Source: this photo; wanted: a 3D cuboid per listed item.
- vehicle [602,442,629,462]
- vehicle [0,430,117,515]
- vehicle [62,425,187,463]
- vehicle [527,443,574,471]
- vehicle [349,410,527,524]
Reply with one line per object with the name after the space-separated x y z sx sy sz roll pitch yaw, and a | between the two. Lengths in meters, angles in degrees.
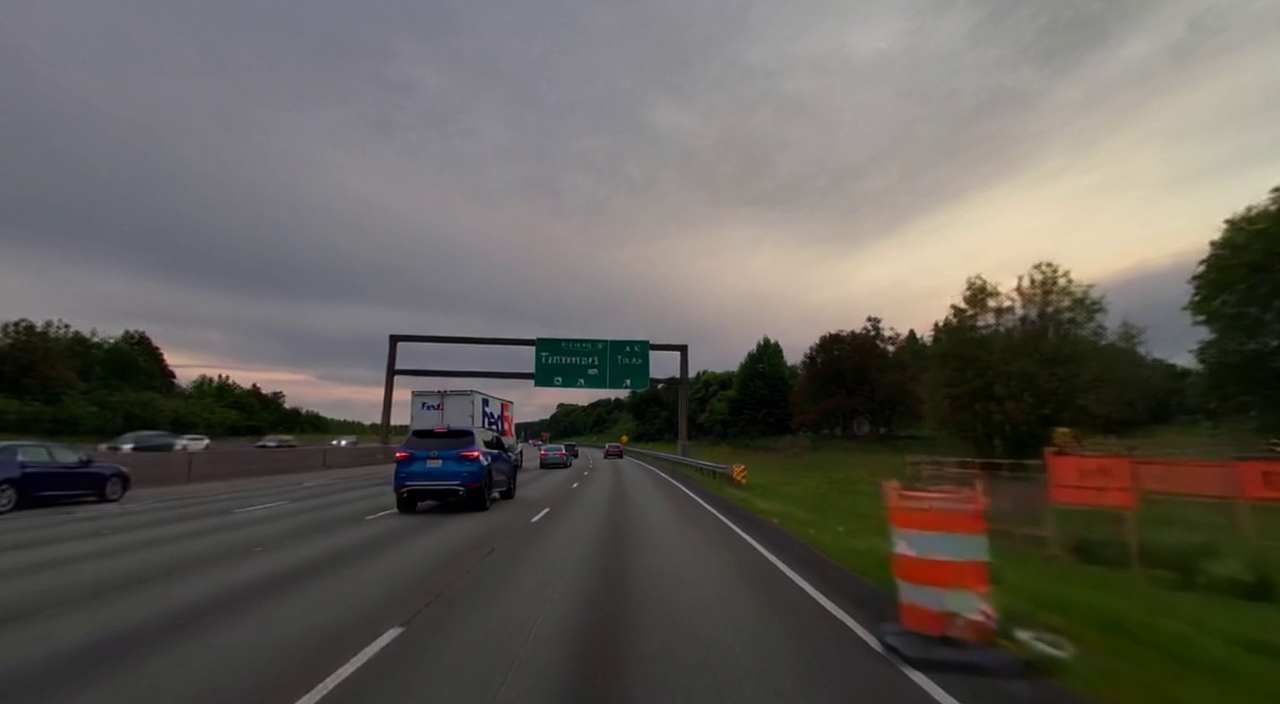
-1.972 7.925 49.941 2.043 1.489 3.839 0 -9 -4 | vehicle
-13.672 2.465 13.032 2.018 1.668 4.409 0 -9 -1 | vehicle
-24.054 4.357 29.786 1.987 1.613 4.782 0 -9 -2 | vehicle
-4.977 5.887 35.576 2.192 1.478 4.591 0 -9 -3 | vehicle
-3.792 2.276 12.935 2.170 1.886 4.628 0 -9 -1 | vehicle
